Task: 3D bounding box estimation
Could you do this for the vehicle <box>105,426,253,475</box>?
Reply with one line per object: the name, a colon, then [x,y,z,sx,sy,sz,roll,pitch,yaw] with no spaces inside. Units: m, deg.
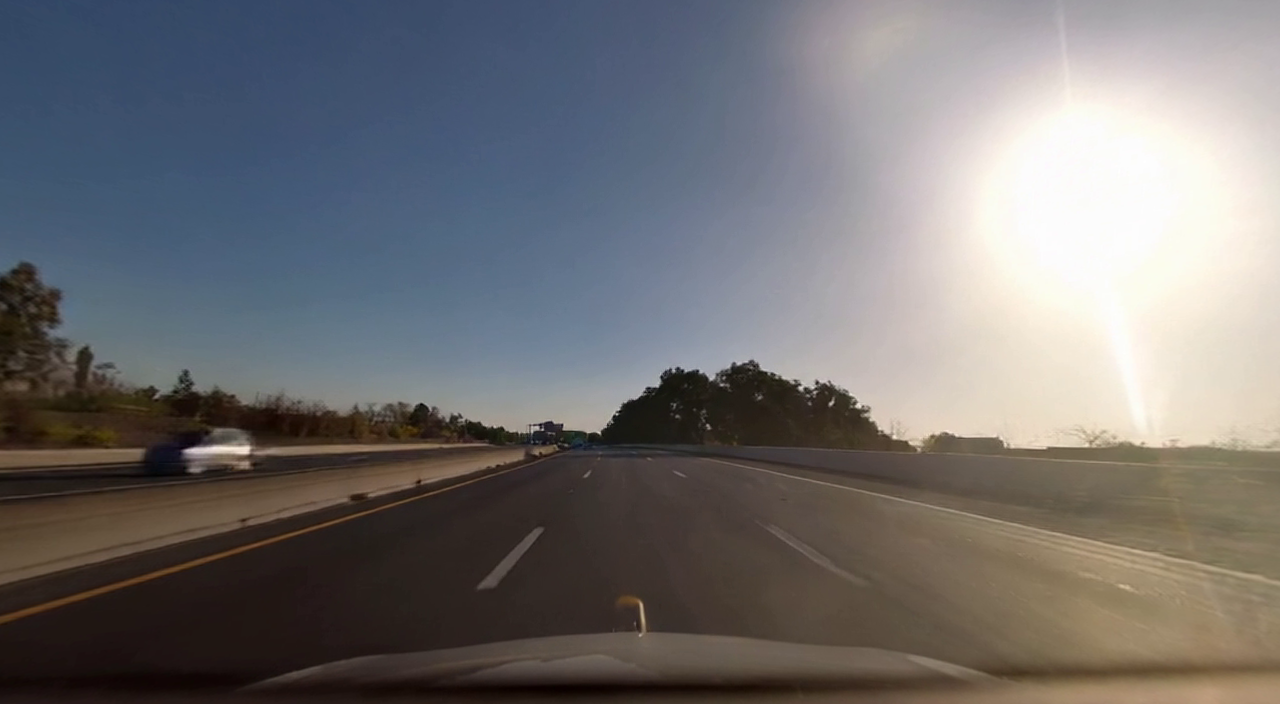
vehicle: [-15.833,3.415,21.990,1.851,1.505,4.541,0,-8,-2]
